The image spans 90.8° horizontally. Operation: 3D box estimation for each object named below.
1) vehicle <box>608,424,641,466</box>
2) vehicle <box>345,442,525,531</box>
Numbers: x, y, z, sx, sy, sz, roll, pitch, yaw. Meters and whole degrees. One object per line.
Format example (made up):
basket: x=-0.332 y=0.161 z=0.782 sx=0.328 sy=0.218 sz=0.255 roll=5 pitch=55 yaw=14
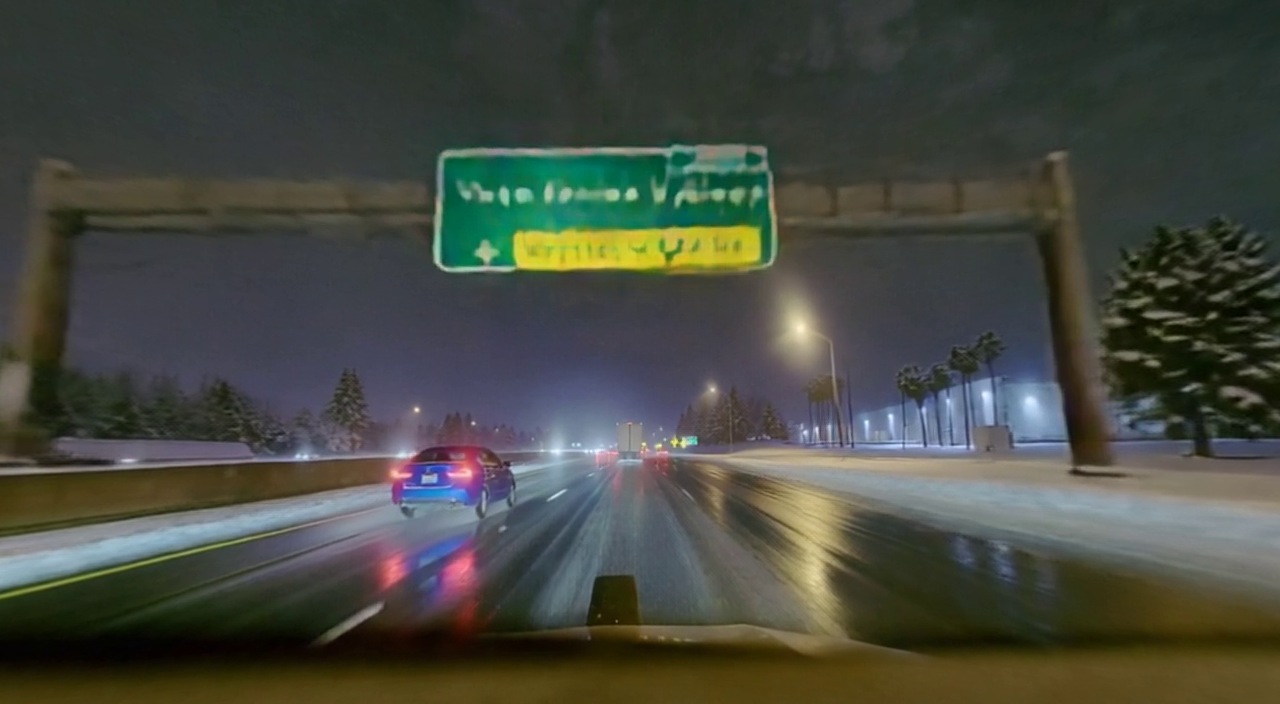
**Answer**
vehicle: x=-1.217 y=7.119 z=48.246 sx=2.364 sy=2.953 sz=6.495 roll=0 pitch=-8 yaw=-2
vehicle: x=-3.778 y=2.543 z=12.604 sx=2.097 sy=1.447 sz=4.291 roll=0 pitch=-8 yaw=1
